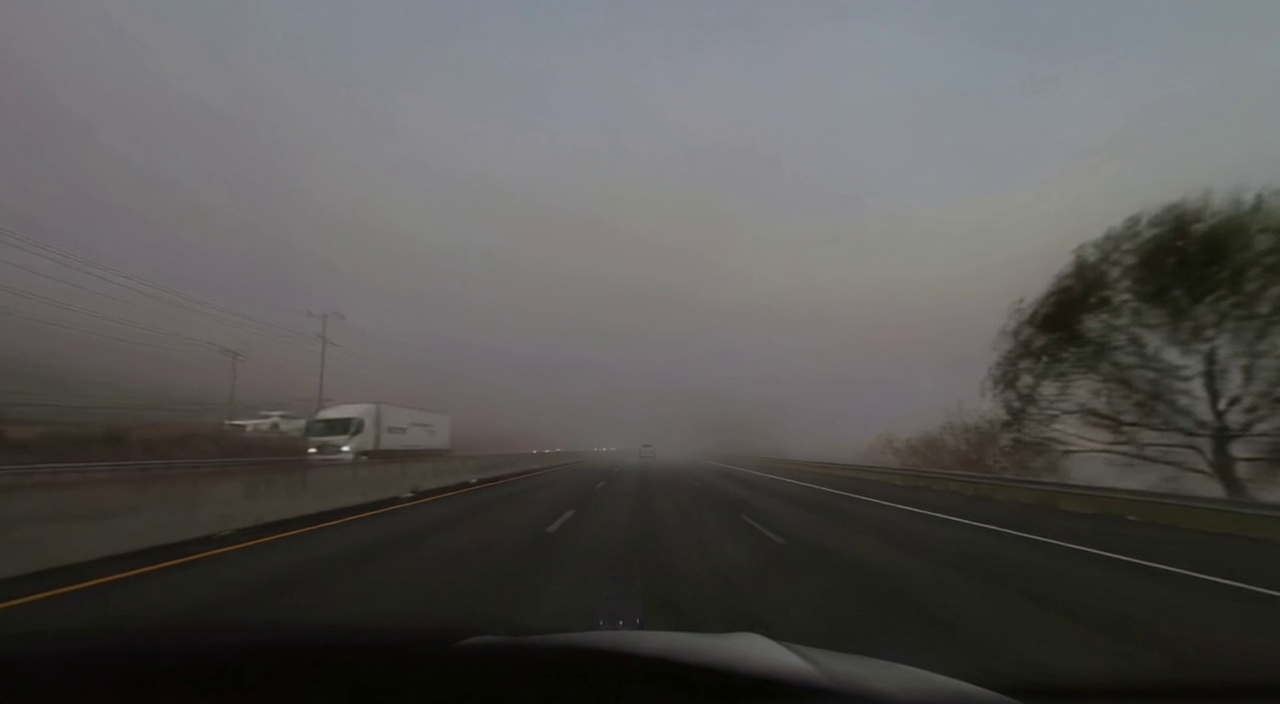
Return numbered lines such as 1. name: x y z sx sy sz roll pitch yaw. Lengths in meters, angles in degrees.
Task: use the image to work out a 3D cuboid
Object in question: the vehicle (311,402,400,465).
1. vehicle: -18.958 5.559 42.496 3.013 3.943 5.919 0 -9 1
